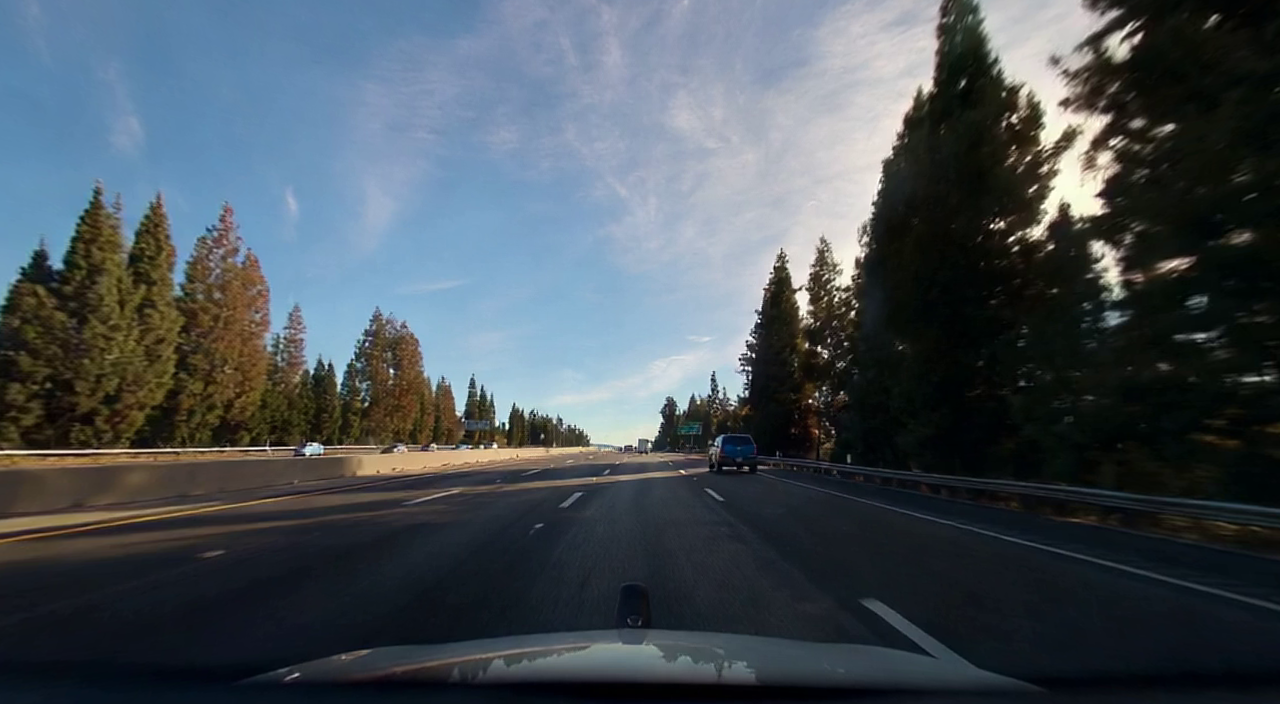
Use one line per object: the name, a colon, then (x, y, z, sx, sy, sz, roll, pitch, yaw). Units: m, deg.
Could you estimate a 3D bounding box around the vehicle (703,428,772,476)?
vehicle: (4.248, 4.462, 28.300, 2.172, 1.930, 4.879, 0, -8, -1)
